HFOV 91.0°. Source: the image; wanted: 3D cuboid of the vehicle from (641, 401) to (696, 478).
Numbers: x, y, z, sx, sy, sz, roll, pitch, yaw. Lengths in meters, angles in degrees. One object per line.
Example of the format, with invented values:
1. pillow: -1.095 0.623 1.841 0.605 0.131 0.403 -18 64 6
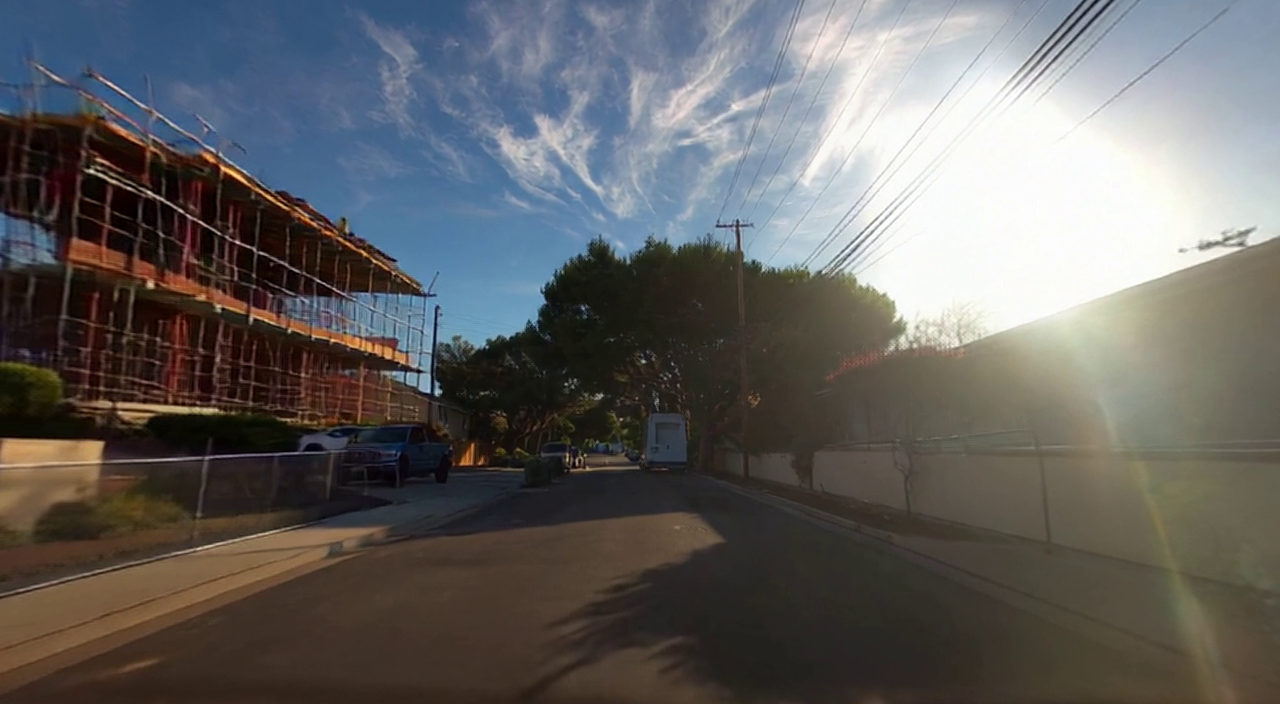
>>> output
1. vehicle: 1.699 5.820 40.088 2.915 3.793 9.963 3 -13 2

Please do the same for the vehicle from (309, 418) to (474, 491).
1. vehicle: -7.309 3.111 19.411 2.238 1.895 5.648 -1 -9 7

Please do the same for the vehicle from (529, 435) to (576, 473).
1. vehicle: -5.415 6.332 39.426 2.171 1.910 4.789 -1 -4 1
